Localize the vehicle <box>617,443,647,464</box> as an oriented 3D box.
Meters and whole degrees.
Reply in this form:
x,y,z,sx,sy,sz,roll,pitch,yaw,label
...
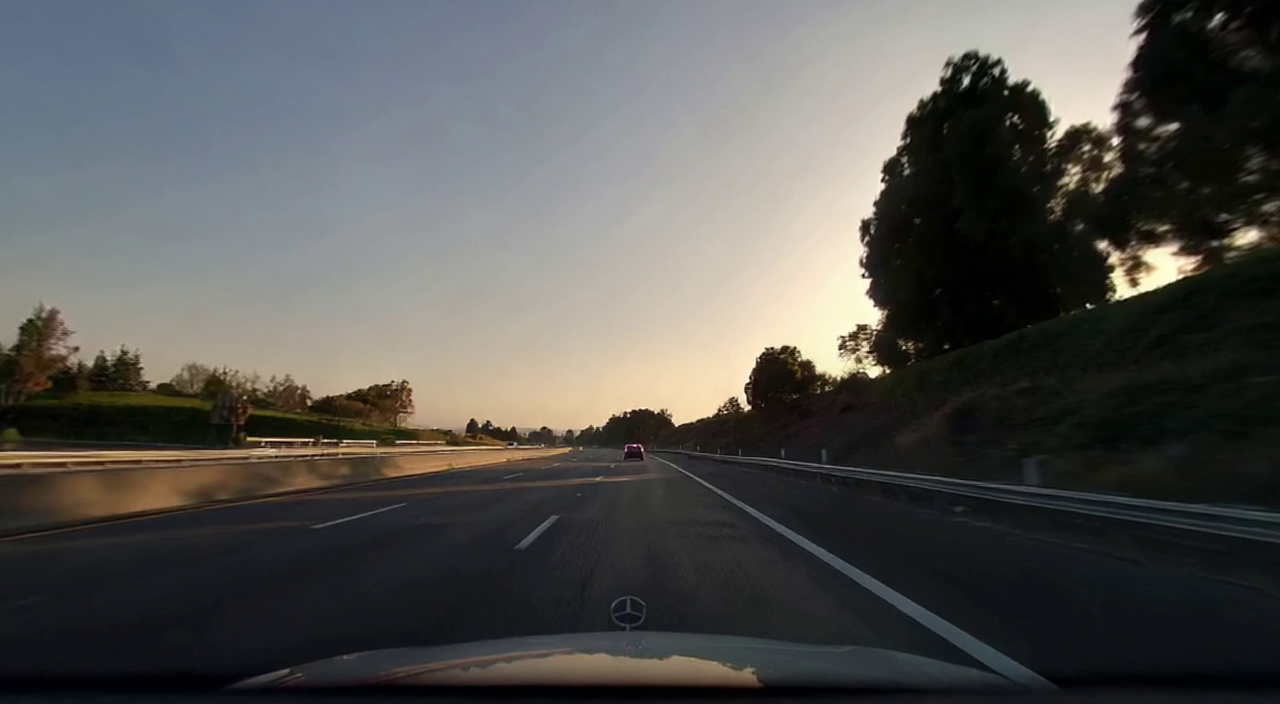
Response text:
x,y,z,sx,sy,sz,roll,pitch,yaw,label
-0.596,7.508,46.699,2.083,1.524,4.251,0,-8,0,vehicle
